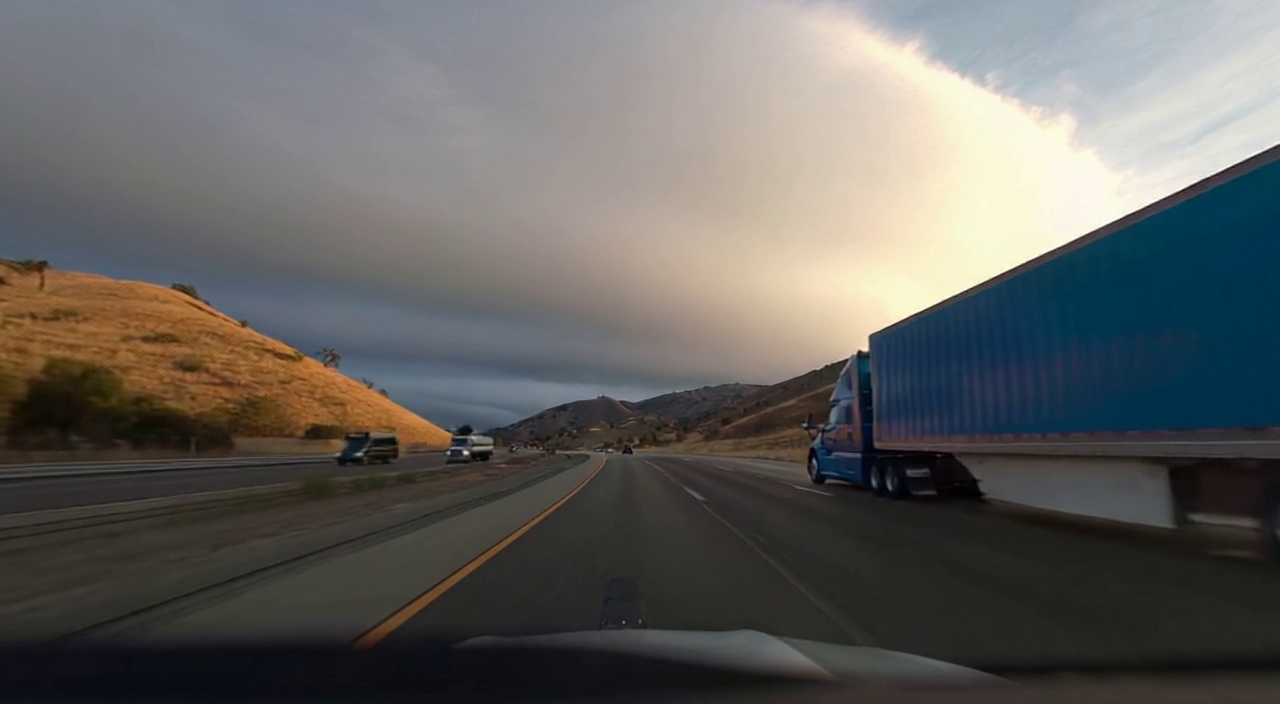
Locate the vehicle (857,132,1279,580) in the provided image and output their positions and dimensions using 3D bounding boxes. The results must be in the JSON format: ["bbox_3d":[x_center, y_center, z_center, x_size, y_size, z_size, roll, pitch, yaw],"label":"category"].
[{"bbox_3d":[7.487,0.493,9.093,2.923,4.182,16.345,0,-8,0],"label":"vehicle"}]

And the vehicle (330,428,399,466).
[{"bbox_3d":[-19.402,6.741,44.797,2.356,2.463,5.796,0,-8,-2],"label":"vehicle"}]
